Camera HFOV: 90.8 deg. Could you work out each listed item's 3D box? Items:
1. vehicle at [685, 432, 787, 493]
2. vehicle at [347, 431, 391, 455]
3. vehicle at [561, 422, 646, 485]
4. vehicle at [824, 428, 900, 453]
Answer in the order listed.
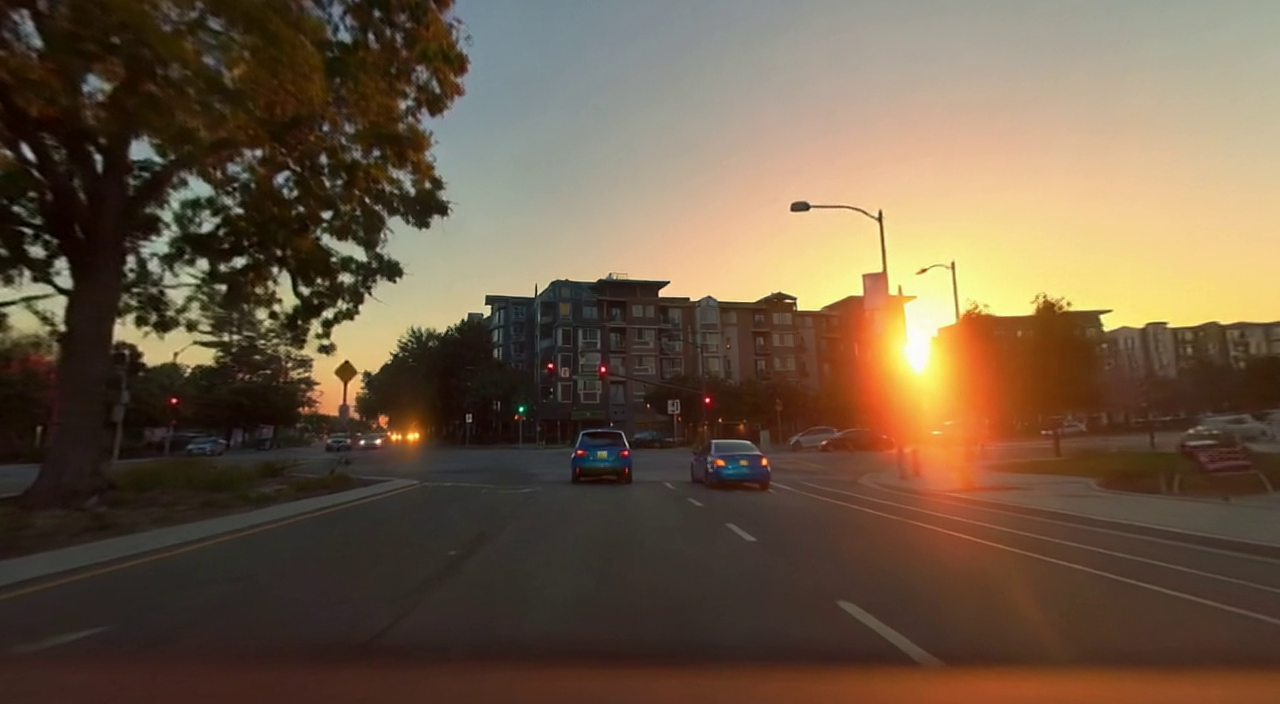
[{"bbox_3d":[2.494,3.026,17.633,1.918,1.479,4.468,1,-9,-3],"label":"vehicle"},{"bbox_3d":[-20.989,7.077,49.123,2.207,1.765,4.569,2,-9,-11],"label":"vehicle"},{"bbox_3d":[-1.192,3.111,19.559,2.317,1.713,4.231,1,-9,-5],"label":"vehicle"},{"bbox_3d":[16.636,6.659,47.479,5.023,1.756,2.001,-1,-9,8],"label":"vehicle"}]
